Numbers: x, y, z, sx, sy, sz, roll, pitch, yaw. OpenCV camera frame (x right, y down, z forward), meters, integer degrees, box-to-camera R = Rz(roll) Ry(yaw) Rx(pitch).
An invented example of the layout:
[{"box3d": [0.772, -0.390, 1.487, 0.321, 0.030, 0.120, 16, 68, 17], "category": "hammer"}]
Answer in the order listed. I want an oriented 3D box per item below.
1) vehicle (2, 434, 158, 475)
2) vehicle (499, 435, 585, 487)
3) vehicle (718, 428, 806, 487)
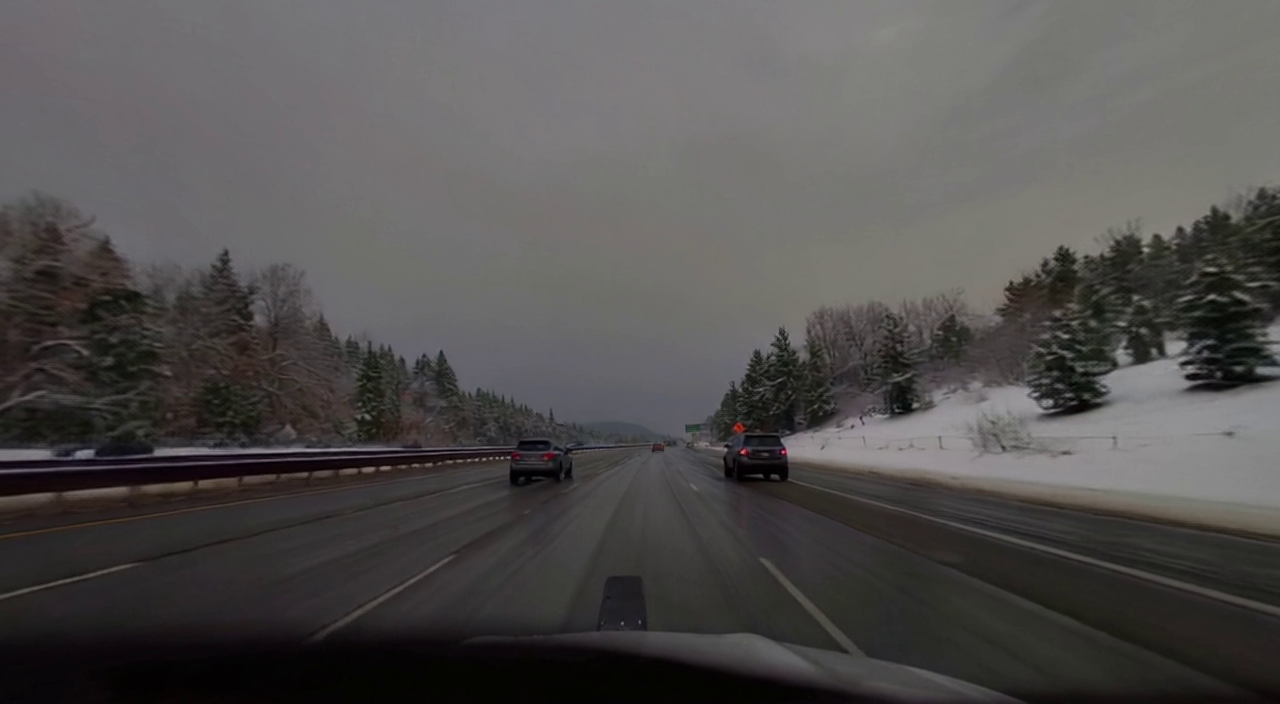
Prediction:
[{"box3d": [-24.468, 4.509, 27.790, 1.959, 1.618, 5.251, 0, -8, 2], "category": "vehicle"}, {"box3d": [-3.244, 3.703, 21.698, 2.166, 1.608, 4.297, 0, -8, 2], "category": "vehicle"}, {"box3d": [4.090, 3.627, 21.853, 2.149, 1.796, 4.487, 0, -8, 0], "category": "vehicle"}]
